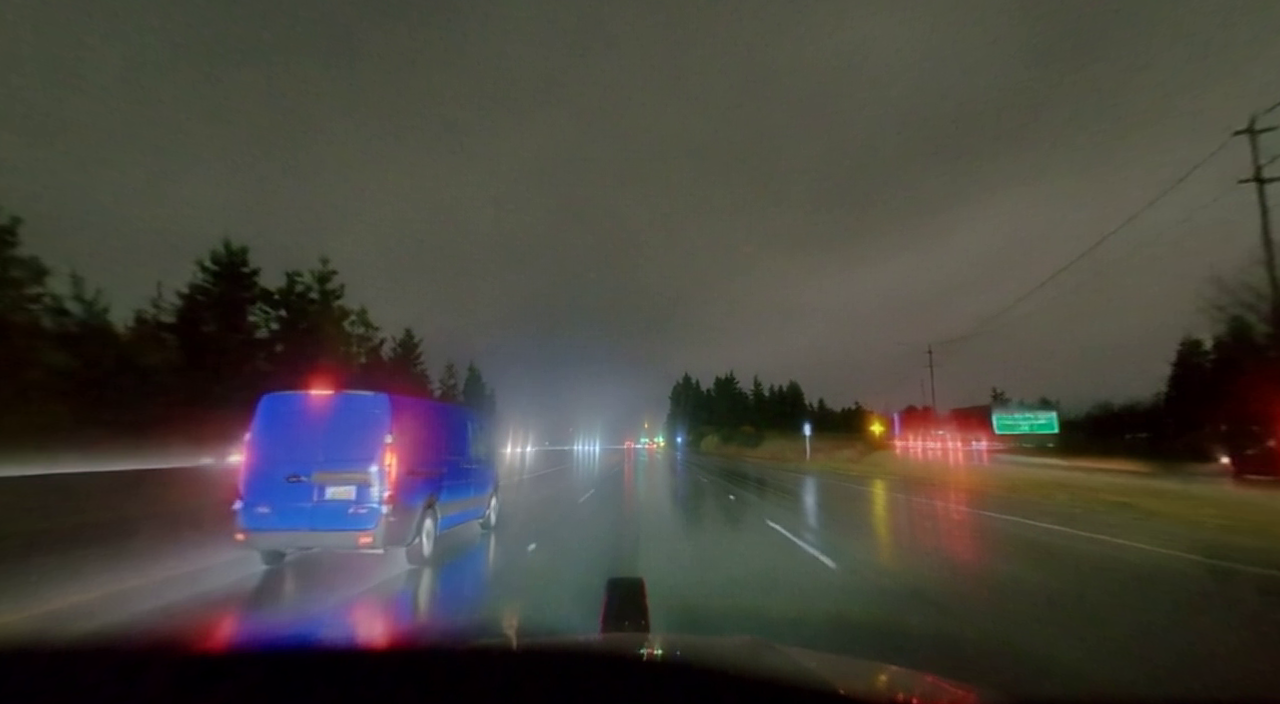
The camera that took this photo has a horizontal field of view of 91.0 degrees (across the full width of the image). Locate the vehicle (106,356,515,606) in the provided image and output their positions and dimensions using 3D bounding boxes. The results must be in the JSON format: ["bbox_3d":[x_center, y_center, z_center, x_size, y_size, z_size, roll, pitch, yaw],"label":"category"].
[{"bbox_3d":[-3.141,1.366,7.479,2.281,2.025,4.586,0,-8,1],"label":"vehicle"}]

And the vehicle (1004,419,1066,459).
[{"bbox_3d":[29.281,6.486,46.824,2.207,2.820,5.493,-2,-8,14],"label":"vehicle"}]
